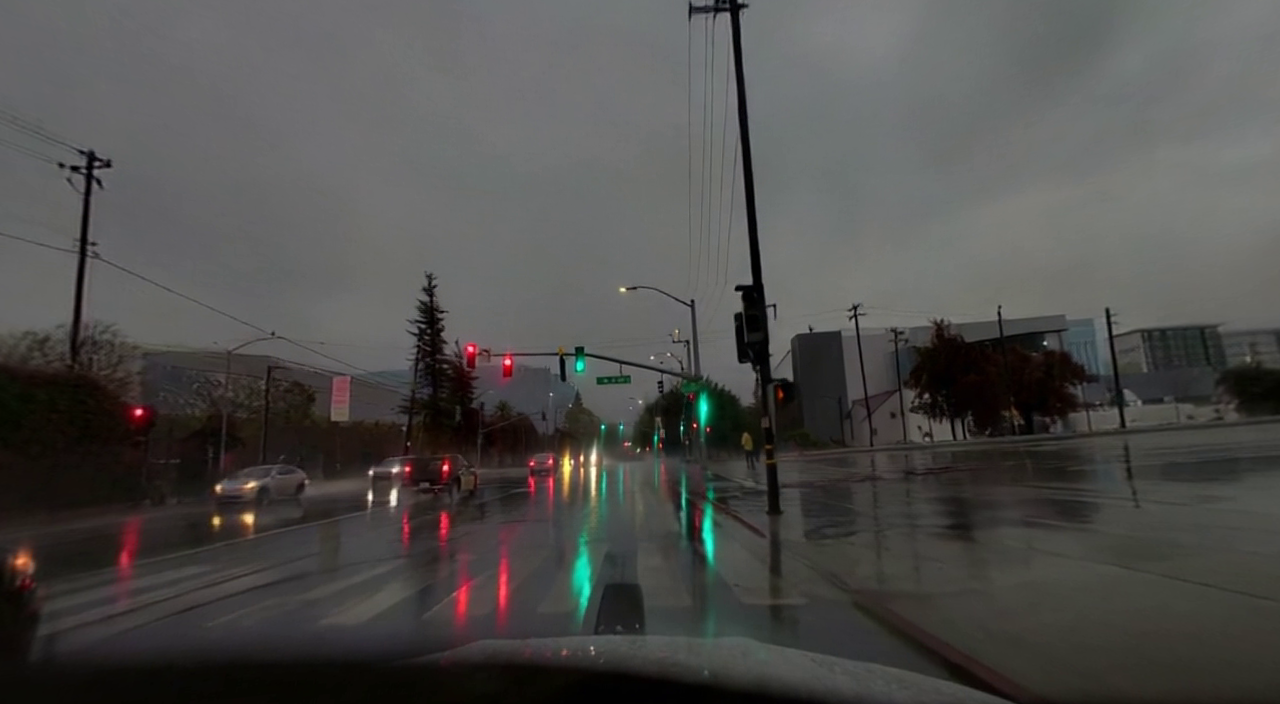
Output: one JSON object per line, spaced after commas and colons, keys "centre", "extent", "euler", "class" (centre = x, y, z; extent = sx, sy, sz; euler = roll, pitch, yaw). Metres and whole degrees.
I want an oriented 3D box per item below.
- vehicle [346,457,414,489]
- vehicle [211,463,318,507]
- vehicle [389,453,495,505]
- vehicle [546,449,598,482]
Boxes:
{"centre": [-15.225, 7.074, 37.119], "extent": [2.139, 1.692, 4.099], "euler": [0, -9, 1], "class": "vehicle"}
{"centre": [-15.414, 5.451, 26.161], "extent": [1.955, 1.500, 4.458], "euler": [1, -9, -4], "class": "vehicle"}
{"centre": [-6.350, 4.095, 20.813], "extent": [1.960, 1.479, 4.654], "euler": [0, -9, 1], "class": "vehicle"}
{"centre": [-3.310, 5.620, 31.443], "extent": [2.147, 1.472, 4.406], "euler": [0, -9, 0], "class": "vehicle"}
